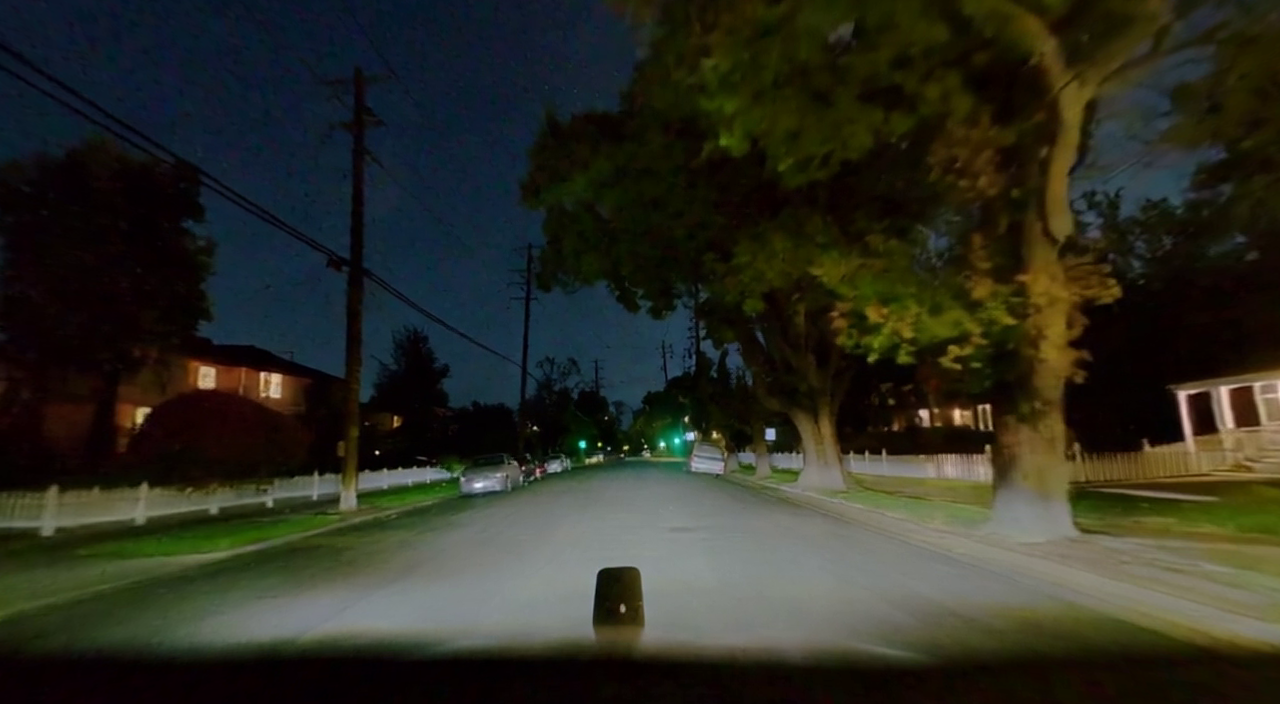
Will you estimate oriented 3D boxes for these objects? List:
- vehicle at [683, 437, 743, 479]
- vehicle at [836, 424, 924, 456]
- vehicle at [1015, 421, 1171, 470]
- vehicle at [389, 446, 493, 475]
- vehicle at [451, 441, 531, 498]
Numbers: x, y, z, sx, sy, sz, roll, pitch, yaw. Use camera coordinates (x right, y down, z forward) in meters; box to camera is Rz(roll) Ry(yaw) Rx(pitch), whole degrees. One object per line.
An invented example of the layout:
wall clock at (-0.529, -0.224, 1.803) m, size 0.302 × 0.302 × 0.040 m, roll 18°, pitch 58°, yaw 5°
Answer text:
vehicle at (3.705, 5.540, 33.345) m, size 2.407 × 1.948 × 6.408 m, roll 0°, pitch -9°, yaw 0°
vehicle at (15.132, 5.595, 40.046) m, size 4.612 × 1.916 × 2.159 m, roll 0°, pitch -9°, yaw -2°
vehicle at (17.315, 3.620, 24.342) m, size 4.268 × 1.788 × 2.156 m, roll 0°, pitch -9°, yaw 0°
vehicle at (-13.370, 7.336, 42.736) m, size 6.224 × 1.862 × 2.312 m, roll 0°, pitch -9°, yaw 0°
vehicle at (-5.909, 4.642, 25.630) m, size 2.050 × 1.911 × 4.852 m, roll -3°, pitch -8°, yaw 0°
